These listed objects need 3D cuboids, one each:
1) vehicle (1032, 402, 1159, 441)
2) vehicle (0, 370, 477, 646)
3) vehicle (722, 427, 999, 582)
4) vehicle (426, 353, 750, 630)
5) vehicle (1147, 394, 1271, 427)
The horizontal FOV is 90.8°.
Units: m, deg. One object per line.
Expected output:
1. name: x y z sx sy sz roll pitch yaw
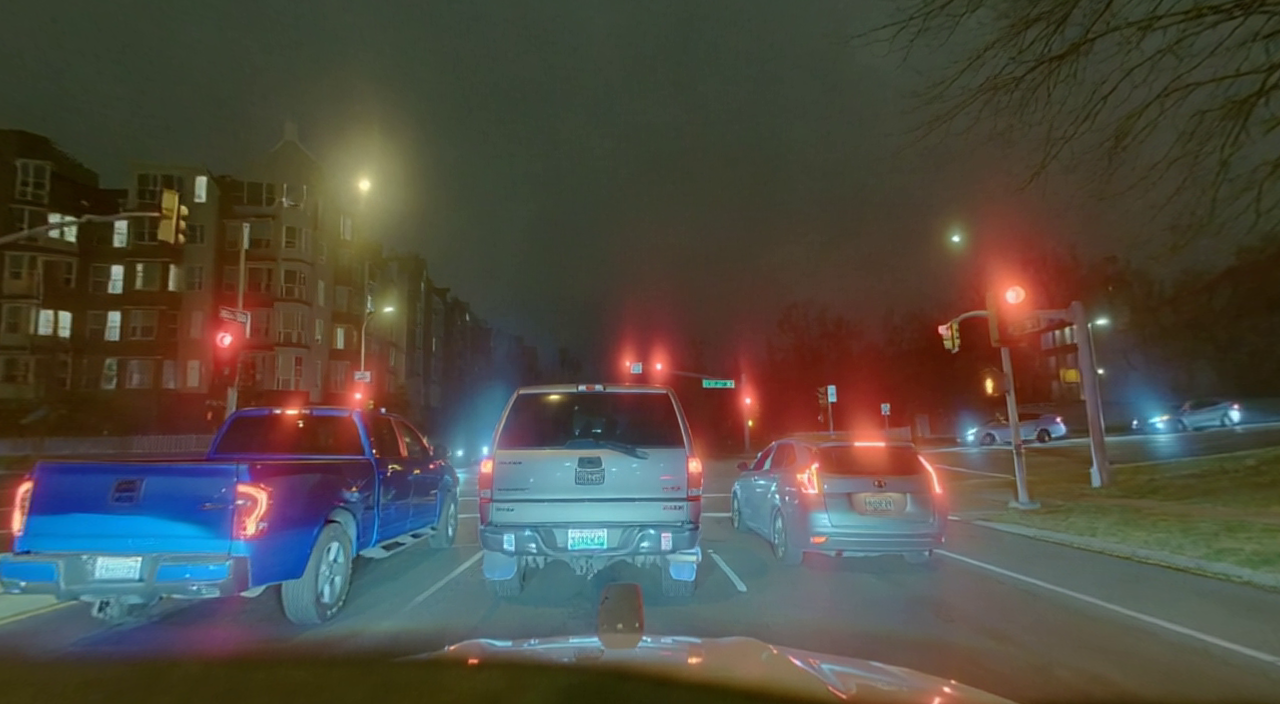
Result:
1. vehicle: 23.302 3.592 32.472 4.721 1.866 2.188 0 -9 2
2. vehicle: -3.458 1.414 6.850 2.146 1.828 5.148 0 -9 -2
3. vehicle: 2.421 1.803 8.332 2.016 1.481 4.336 0 -9 -1
4. vehicle: -0.389 1.309 6.771 2.282 1.964 4.421 0 -9 -1
5. vehicle: 29.340 3.043 32.662 4.540 1.543 1.803 0 -9 1
